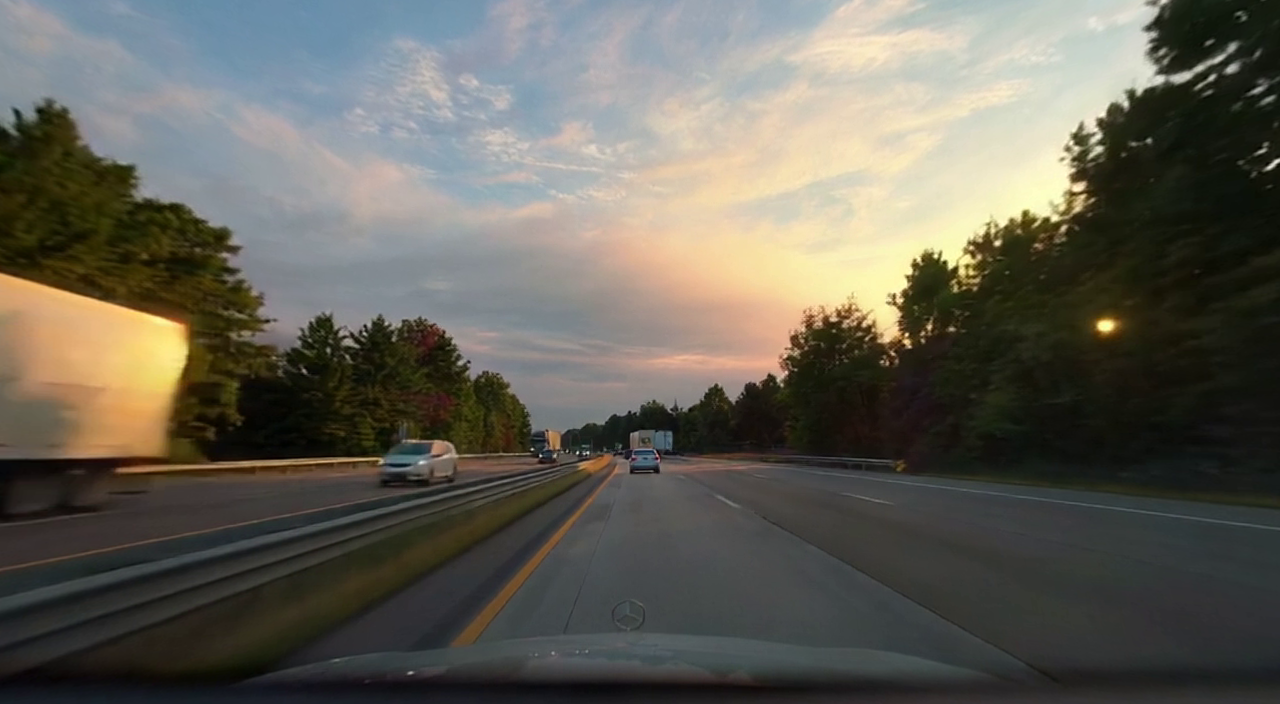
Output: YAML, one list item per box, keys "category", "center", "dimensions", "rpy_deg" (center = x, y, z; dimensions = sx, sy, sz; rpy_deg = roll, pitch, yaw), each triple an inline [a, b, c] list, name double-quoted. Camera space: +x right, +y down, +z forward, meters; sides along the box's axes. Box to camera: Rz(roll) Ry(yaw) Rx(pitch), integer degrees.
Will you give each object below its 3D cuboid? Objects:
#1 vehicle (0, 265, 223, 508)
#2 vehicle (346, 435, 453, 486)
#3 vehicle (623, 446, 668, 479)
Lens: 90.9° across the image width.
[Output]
- category: "vehicle"
  center: [-12.417, 0.558, 10.517]
  dimensions: [2.927, 4.111, 12.019]
  rpy_deg: [0, -9, -2]
- category: "vehicle"
  center: [-7.880, 3.594, 21.158]
  dimensions: [1.872, 1.496, 4.373]
  rpy_deg: [0, -9, -1]
- category: "vehicle"
  center: [0.216, 5.439, 31.207]
  dimensions: [2.069, 1.523, 4.012]
  rpy_deg: [0, -9, -2]
